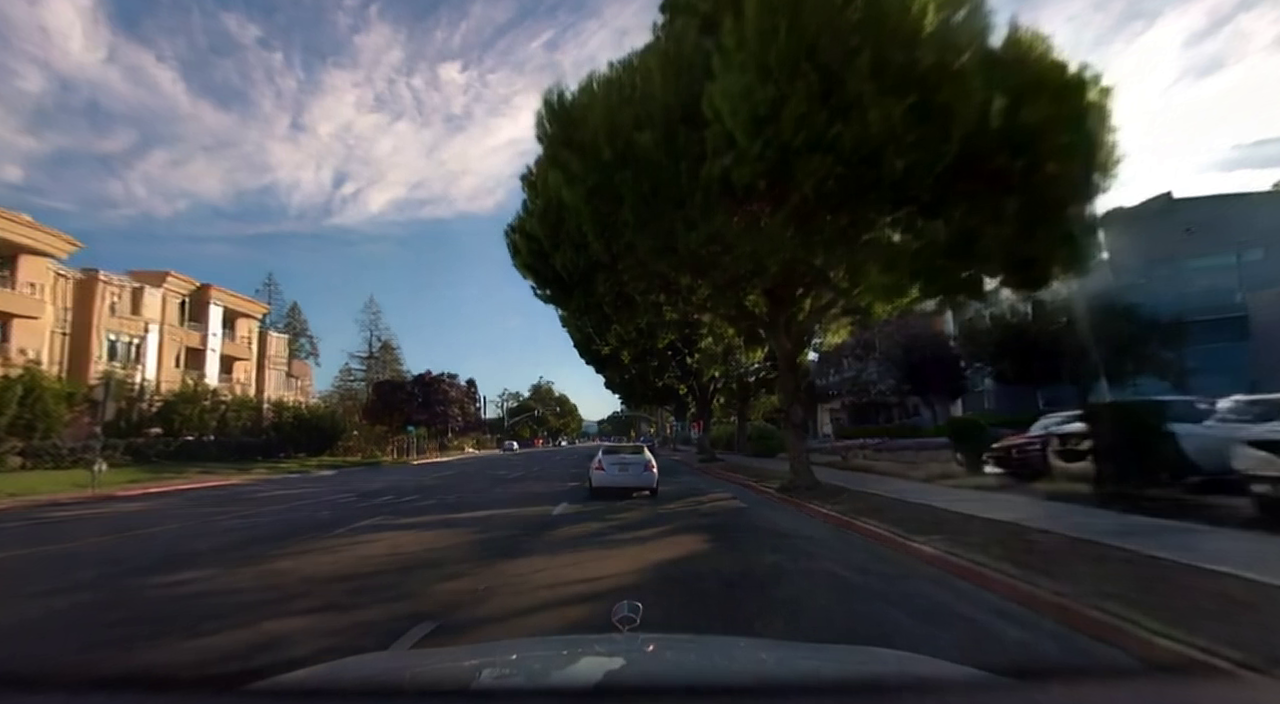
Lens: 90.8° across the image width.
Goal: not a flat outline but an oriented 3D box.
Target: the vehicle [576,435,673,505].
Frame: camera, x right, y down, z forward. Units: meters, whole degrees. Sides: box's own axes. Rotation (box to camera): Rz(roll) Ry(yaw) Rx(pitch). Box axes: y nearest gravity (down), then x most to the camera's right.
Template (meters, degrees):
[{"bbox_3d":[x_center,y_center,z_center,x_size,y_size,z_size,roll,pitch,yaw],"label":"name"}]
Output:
[{"bbox_3d":[-0.404,2.888,15.963,2.116,1.479,4.358,0,-8,-2],"label":"vehicle"}]
